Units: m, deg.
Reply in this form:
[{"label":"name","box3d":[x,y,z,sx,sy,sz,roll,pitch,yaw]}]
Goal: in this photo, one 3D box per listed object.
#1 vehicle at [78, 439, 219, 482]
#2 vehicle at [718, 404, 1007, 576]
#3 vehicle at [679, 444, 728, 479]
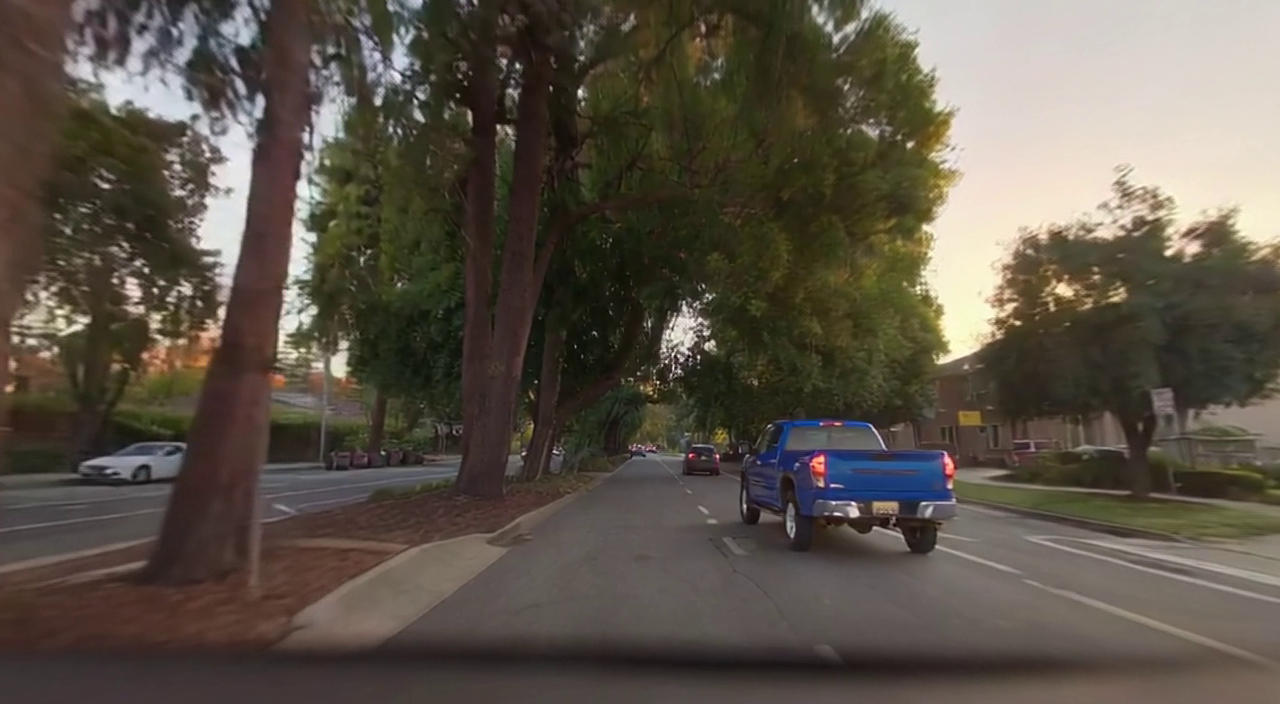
[{"label":"vehicle","box3d":[-19.166,4.224,24.901,2.002,1.525,4.353,0,-8,1]},{"label":"vehicle","box3d":[2.876,1.988,10.071,2.553,1.942,5.679,0,-8,0]},{"label":"vehicle","box3d":[3.285,5.781,33.509,2.108,1.712,4.616,0,-8,0]}]
